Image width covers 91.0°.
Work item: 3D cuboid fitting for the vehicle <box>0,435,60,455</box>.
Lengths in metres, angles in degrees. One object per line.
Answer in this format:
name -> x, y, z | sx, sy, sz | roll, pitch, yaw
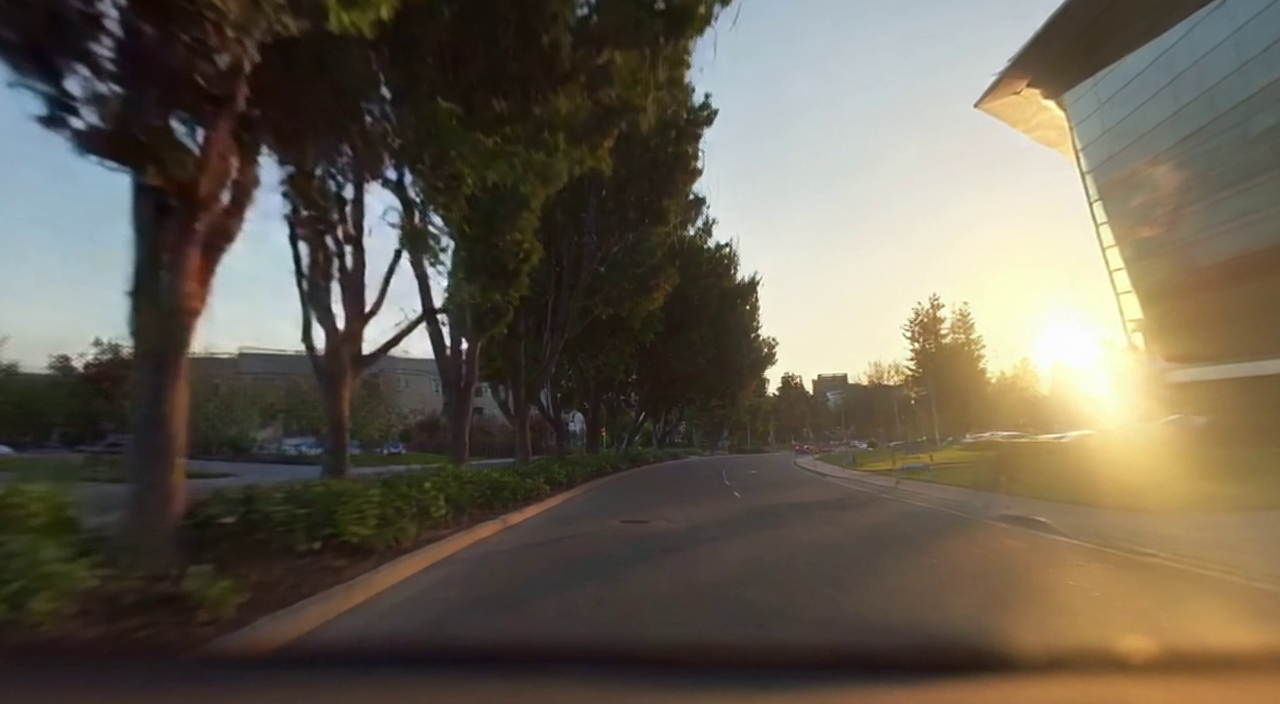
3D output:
vehicle -> -44.992, 6.755, 45.799 | 3.683, 1.426, 1.810 | 0, -9, -2
